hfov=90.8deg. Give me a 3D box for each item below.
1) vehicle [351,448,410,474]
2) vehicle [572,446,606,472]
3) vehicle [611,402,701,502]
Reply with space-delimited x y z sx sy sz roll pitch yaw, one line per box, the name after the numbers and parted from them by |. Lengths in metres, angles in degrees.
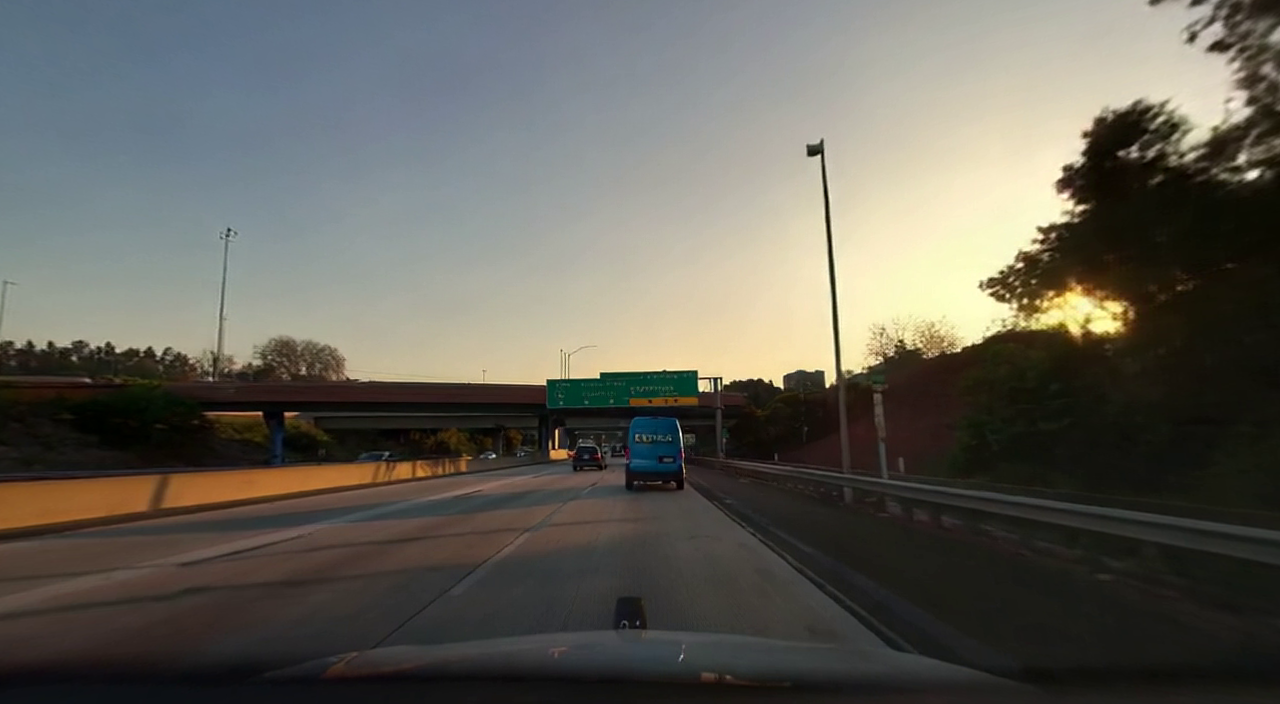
-16.065 6.736 39.284 1.922 1.484 4.118 0 -9 0 | vehicle
-3.175 6.699 39.679 1.788 1.500 3.475 0 -9 0 | vehicle
0.333 3.001 19.103 2.332 2.558 5.314 0 -9 -2 | vehicle
